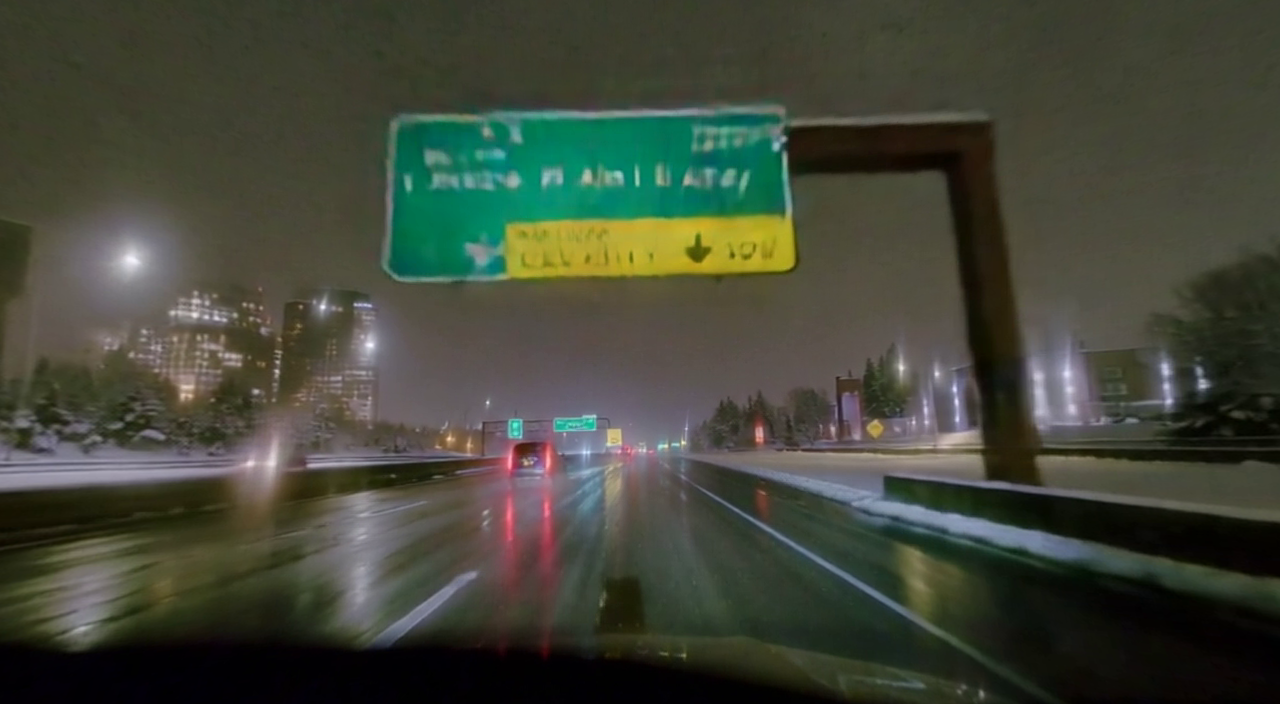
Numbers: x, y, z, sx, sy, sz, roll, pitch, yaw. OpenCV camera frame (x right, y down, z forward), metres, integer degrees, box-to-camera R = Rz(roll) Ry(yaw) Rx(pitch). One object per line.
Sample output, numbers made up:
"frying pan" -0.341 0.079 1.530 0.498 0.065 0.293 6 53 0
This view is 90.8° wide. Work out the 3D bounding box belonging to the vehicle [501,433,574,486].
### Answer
"vehicle" -3.719 4.000 23.752 2.047 1.786 4.217 0 -9 0
